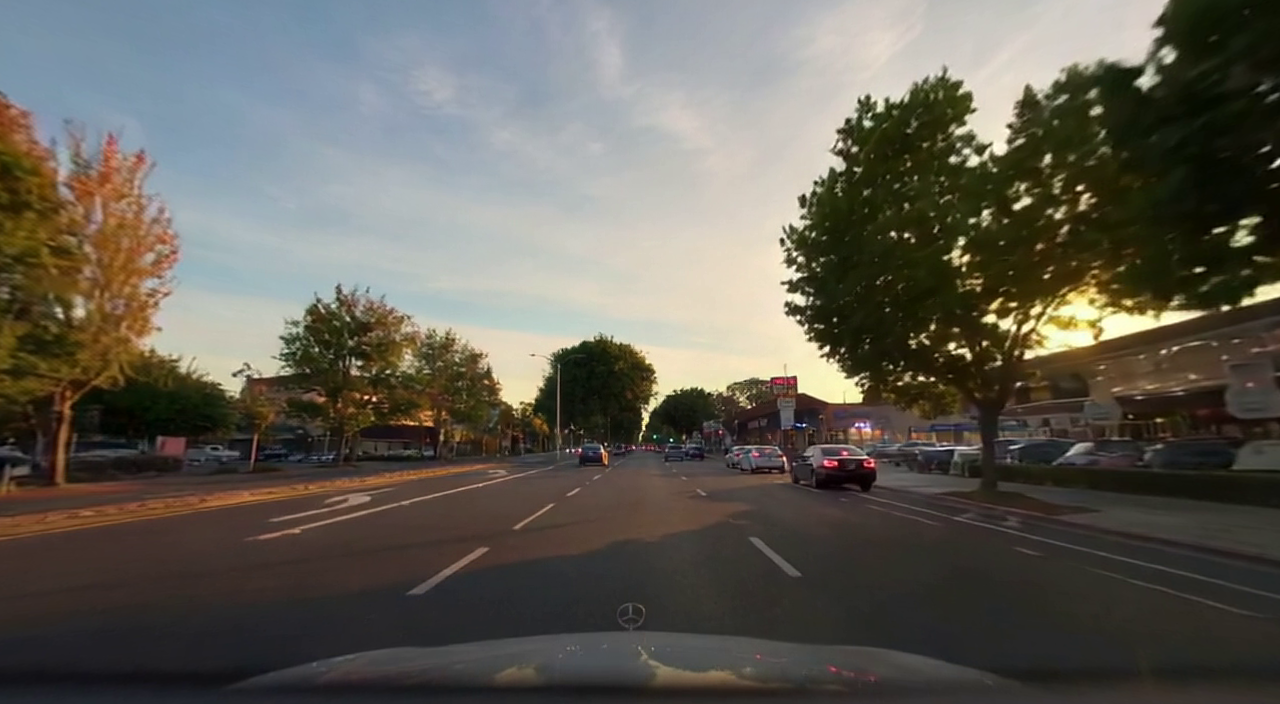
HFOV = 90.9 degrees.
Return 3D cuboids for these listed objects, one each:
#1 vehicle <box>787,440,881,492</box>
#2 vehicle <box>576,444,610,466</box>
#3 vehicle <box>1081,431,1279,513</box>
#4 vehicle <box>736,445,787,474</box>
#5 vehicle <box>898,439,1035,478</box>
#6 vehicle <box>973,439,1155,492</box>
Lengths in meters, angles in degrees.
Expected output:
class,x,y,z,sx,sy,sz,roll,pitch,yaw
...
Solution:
class,x,y,z,sx,sy,sz,roll,pitch,yaw
vehicle,6.658,3.925,22.116,1.934,1.641,4.117,0,-8,0
vehicle,-3.287,7.286,44.765,2.005,1.446,4.265,0,-8,0
vehicle,12.730,2.566,13.804,4.597,1.643,1.932,0,-7,2
vehicle,6.837,6.049,35.903,1.869,1.516,4.767,0,-8,-1
vehicle,12.813,4.187,24.878,4.357,1.463,1.915,1,-8,-4
vehicle,12.667,3.395,19.053,4.119,1.501,1.809,0,-8,2
